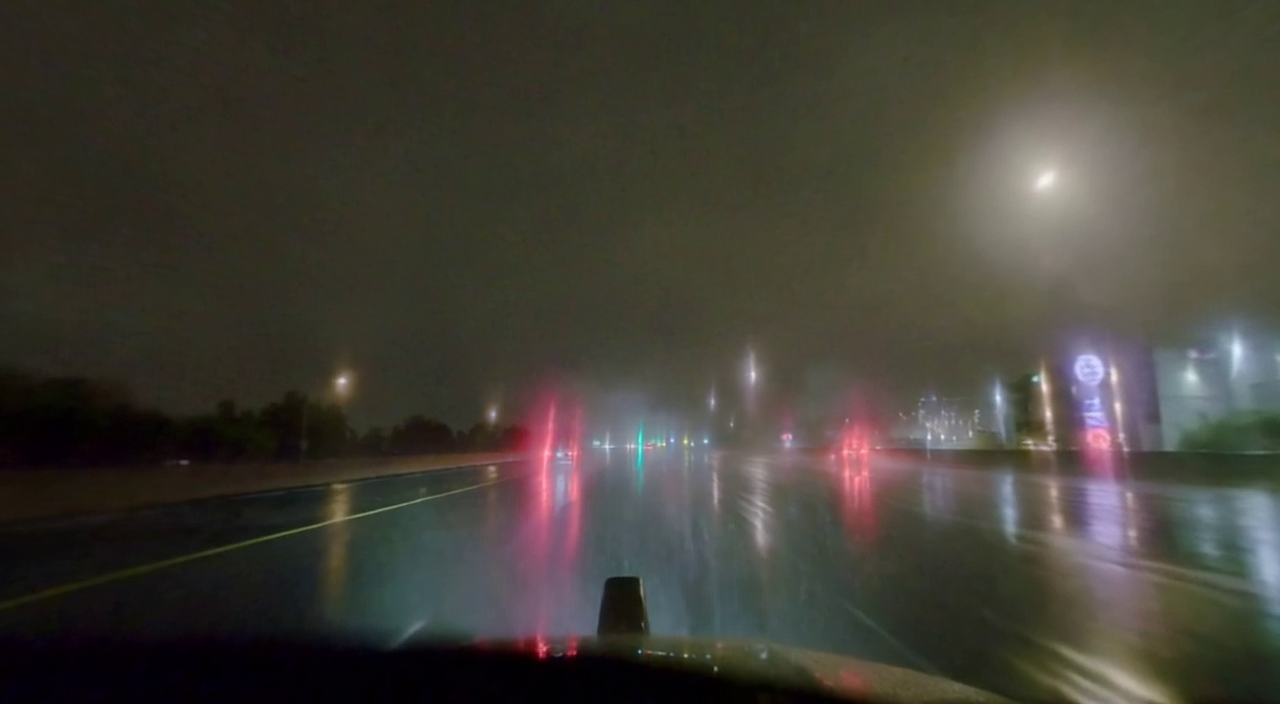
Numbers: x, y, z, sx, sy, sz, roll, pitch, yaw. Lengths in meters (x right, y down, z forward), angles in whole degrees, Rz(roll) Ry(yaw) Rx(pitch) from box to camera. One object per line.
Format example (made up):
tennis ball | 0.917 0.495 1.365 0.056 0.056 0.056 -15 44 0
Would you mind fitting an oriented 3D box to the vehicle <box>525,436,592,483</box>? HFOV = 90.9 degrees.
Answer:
vehicle | -3.154 4.268 25.413 2.072 1.706 4.359 0 -8 1
